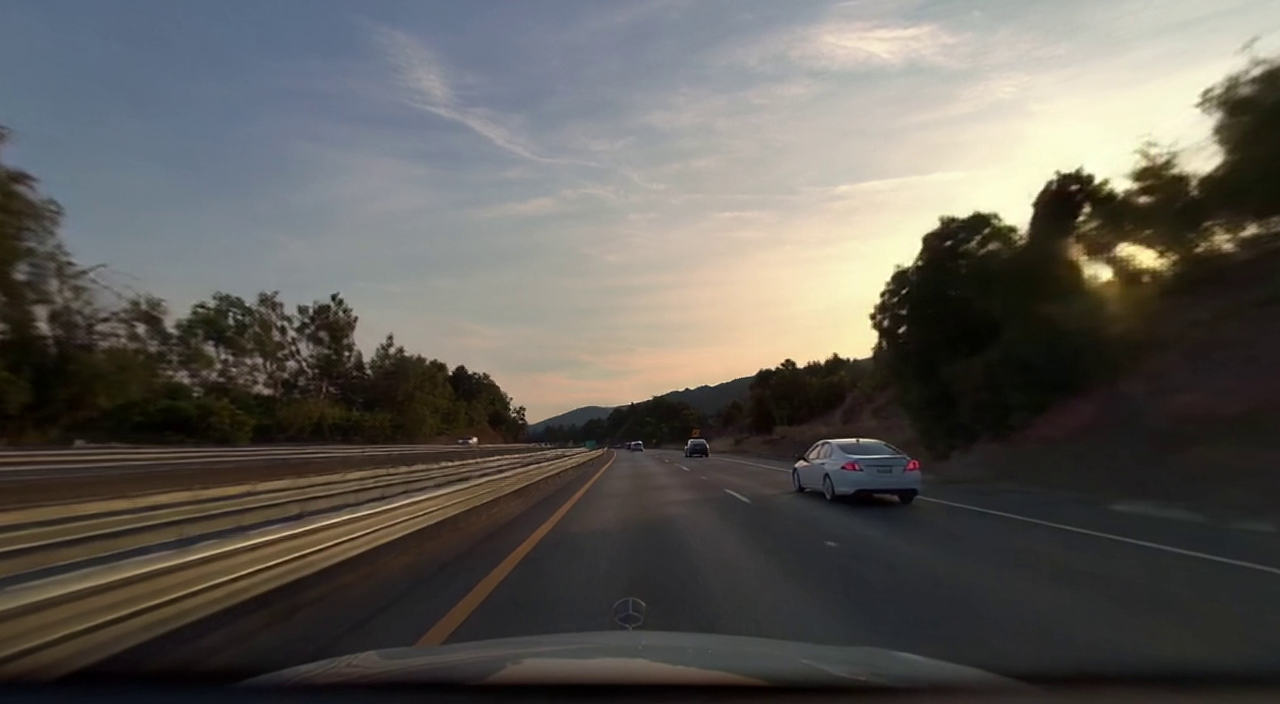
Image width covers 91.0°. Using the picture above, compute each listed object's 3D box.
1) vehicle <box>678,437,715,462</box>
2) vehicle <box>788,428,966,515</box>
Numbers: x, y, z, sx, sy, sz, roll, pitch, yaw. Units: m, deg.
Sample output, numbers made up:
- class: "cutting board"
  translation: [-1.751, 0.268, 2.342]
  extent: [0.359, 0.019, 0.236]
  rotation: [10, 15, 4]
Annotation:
- class: "vehicle"
  translation: [3.691, 6.382, 41.417]
  extent: [1.945, 1.538, 3.729]
  rotation: [0, -8, -2]
- class: "vehicle"
  translation: [4.695, 2.416, 13.263]
  extent: [2.072, 1.528, 4.176]
  rotation: [0, -8, -1]
